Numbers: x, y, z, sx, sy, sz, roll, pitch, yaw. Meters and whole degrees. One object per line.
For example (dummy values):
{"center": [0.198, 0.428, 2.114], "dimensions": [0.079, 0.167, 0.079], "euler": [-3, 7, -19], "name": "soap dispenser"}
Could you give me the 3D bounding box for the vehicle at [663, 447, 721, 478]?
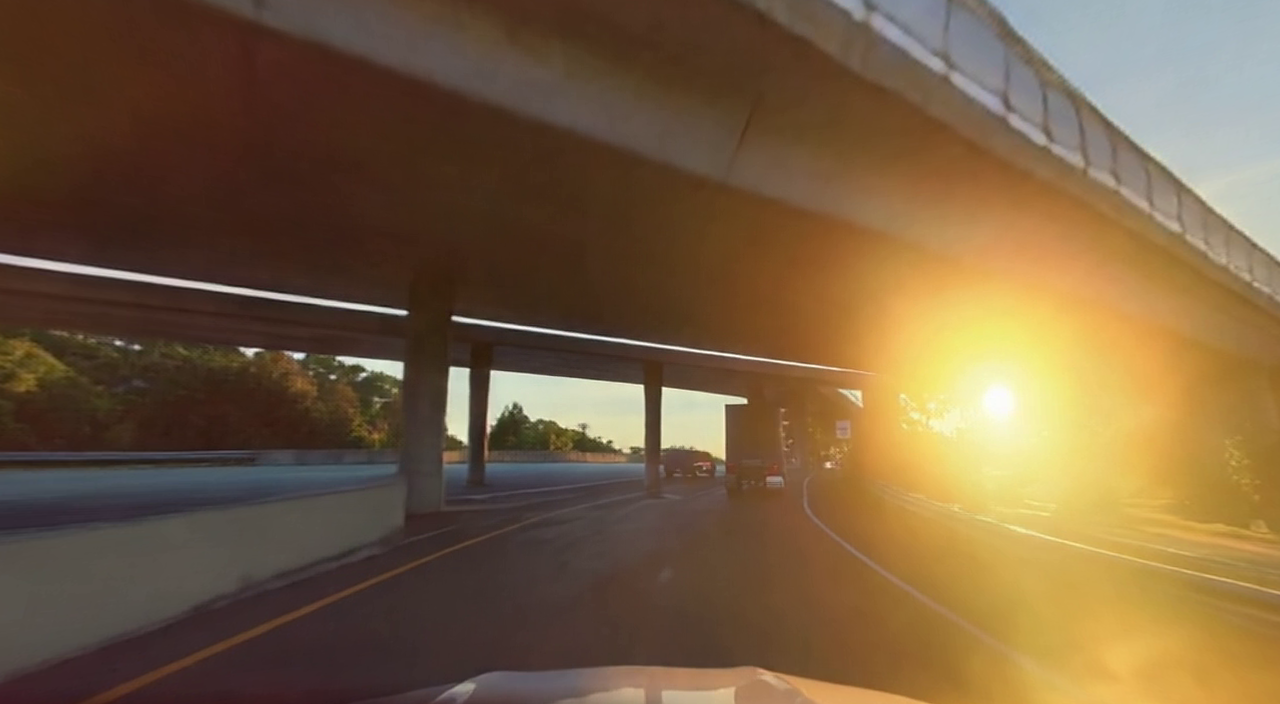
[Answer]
{"center": [2.738, 5.633, 32.342], "dimensions": [1.940, 1.444, 4.024], "euler": [-3, -9, 19], "name": "vehicle"}
